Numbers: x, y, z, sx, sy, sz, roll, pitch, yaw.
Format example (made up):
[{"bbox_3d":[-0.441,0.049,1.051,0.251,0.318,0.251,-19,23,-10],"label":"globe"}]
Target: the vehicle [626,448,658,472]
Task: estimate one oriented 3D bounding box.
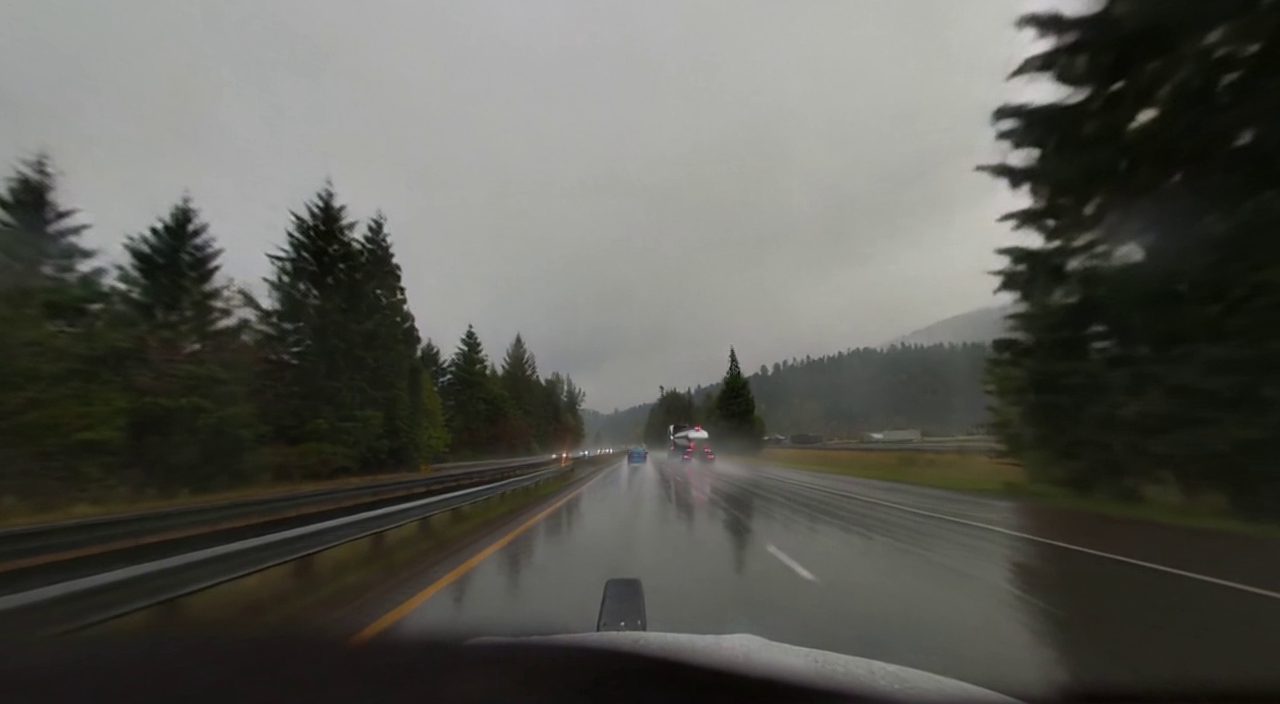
[{"bbox_3d":[0.122,6.707,39.198,1.926,1.386,3.615,0,-9,0],"label":"vehicle"}]
